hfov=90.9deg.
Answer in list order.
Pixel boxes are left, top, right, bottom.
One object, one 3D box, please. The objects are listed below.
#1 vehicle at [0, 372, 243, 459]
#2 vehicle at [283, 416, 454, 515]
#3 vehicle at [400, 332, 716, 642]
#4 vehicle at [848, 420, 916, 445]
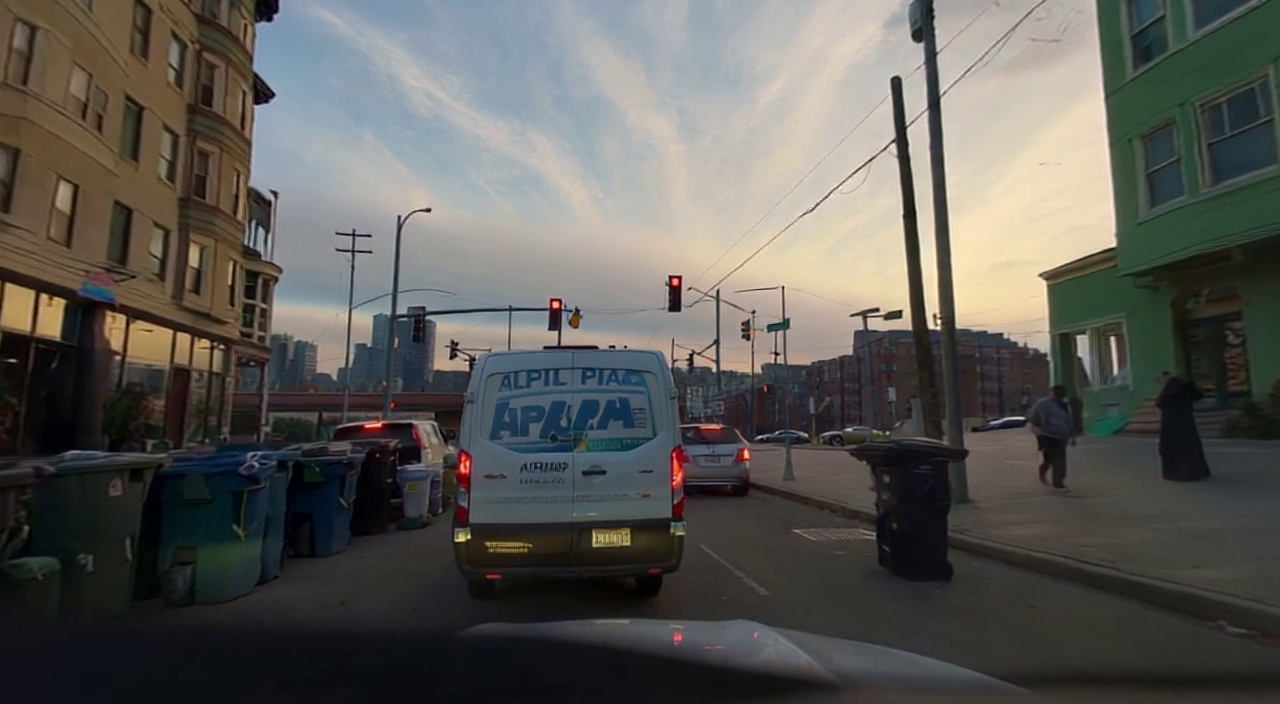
[{"bbox_3d":[-21.017,2.573,25.098,8.088,3.213,2.801,1,-8,-10],"label":"vehicle"},{"bbox_3d":[-4.569,1.927,11.193,1.841,1.461,3.426,1,-8,-7],"label":"vehicle"},{"bbox_3d":[-0.718,1.114,6.147,1.951,1.907,4.266,1,-8,-6],"label":"vehicle"},{"bbox_3d":[14.183,4.708,36.952,3.381,1.391,1.529,1,-8,-10],"label":"vehicle"}]
